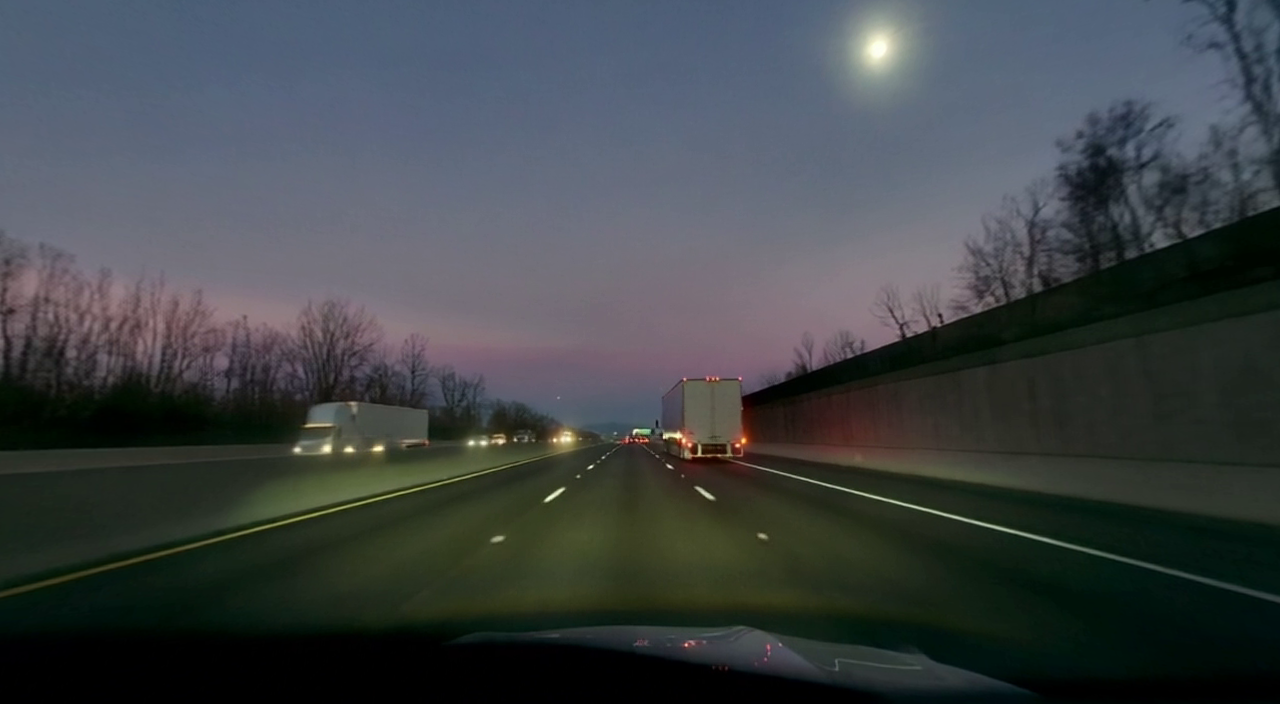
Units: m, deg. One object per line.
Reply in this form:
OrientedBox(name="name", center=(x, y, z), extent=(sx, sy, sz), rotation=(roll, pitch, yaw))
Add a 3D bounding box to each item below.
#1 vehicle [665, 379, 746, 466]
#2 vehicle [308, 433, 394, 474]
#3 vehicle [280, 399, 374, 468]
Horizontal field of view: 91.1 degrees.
OrientedBox(name="vehicle", center=(3.428, 4.352, 37.841), extent=(2.979, 4.161, 15.508), rotation=(1, -7, -1))
OrientedBox(name="vehicle", center=(-12.140, 4.270, 26.726), extent=(1.825, 1.547, 3.994), rotation=(-1, -8, -1))
OrientedBox(name="vehicle", center=(-20.264, 5.331, 41.129), extent=(2.877, 4.178, 5.690), rotation=(0, -7, 3))
